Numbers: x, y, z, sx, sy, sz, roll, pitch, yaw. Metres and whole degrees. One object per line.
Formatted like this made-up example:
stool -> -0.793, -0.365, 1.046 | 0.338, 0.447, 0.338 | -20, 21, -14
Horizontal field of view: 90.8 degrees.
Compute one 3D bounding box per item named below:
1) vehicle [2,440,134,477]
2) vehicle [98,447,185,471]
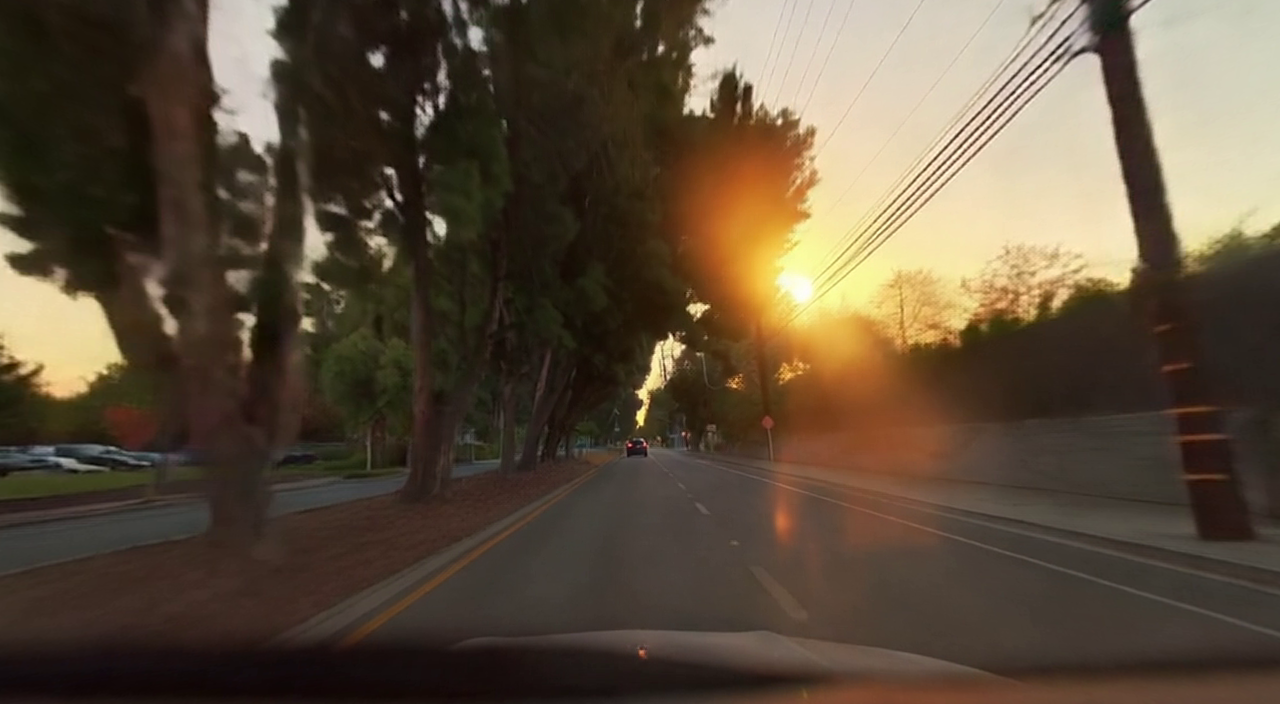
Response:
vehicle -> -33.709, 6.259, 37.377 | 5.614, 1.886, 2.254 | -2, -8, 0
vehicle -> -33.392, 7.132, 42.384 | 4.207, 1.518, 1.948 | 0, -8, 1
